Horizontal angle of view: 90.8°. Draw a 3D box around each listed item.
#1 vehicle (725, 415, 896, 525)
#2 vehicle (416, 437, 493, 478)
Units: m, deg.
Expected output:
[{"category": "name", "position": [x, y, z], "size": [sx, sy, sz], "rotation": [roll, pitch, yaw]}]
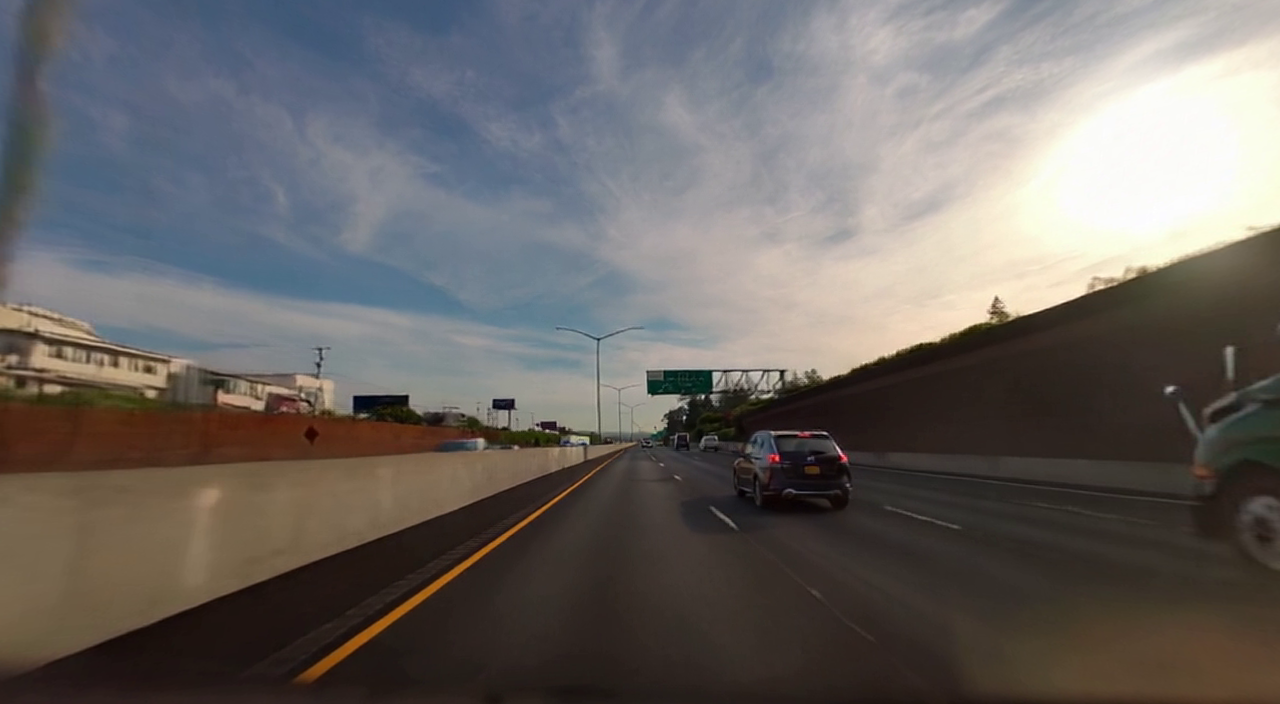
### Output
[{"category": "vehicle", "position": [2.975, 2.182, 12.164], "size": [1.973, 1.710, 4.476], "rotation": [0, -8, -1]}, {"category": "vehicle", "position": [-7.281, 4.158, 25.157], "size": [1.945, 1.473, 3.701], "rotation": [0, -8, 0]}]
